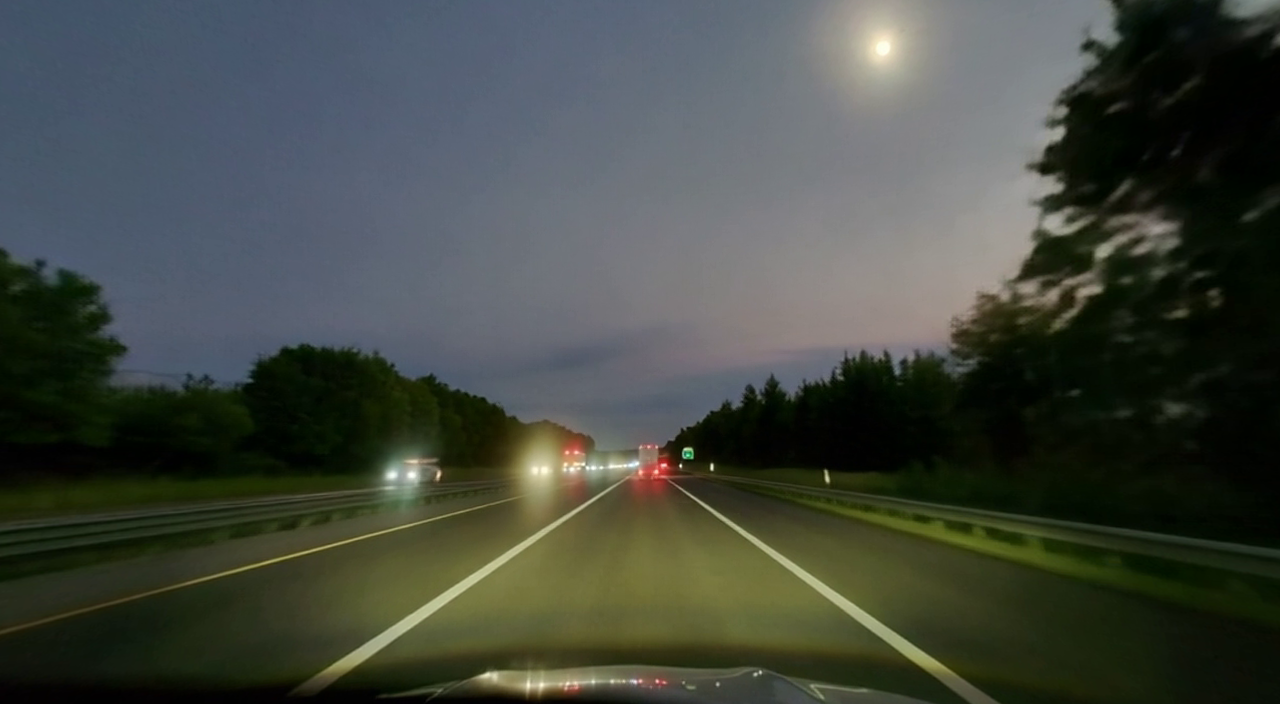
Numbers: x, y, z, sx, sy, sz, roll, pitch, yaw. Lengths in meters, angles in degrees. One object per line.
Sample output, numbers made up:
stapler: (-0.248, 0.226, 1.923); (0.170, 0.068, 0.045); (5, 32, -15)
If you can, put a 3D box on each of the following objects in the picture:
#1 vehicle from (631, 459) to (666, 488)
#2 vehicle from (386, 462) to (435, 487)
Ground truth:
vehicle: (0.473, 7.463, 38.838); (2.048, 1.663, 4.377); (1, -10, 0)
vehicle: (-15.838, 8.478, 43.677); (1.823, 1.554, 3.847); (0, -10, 2)
